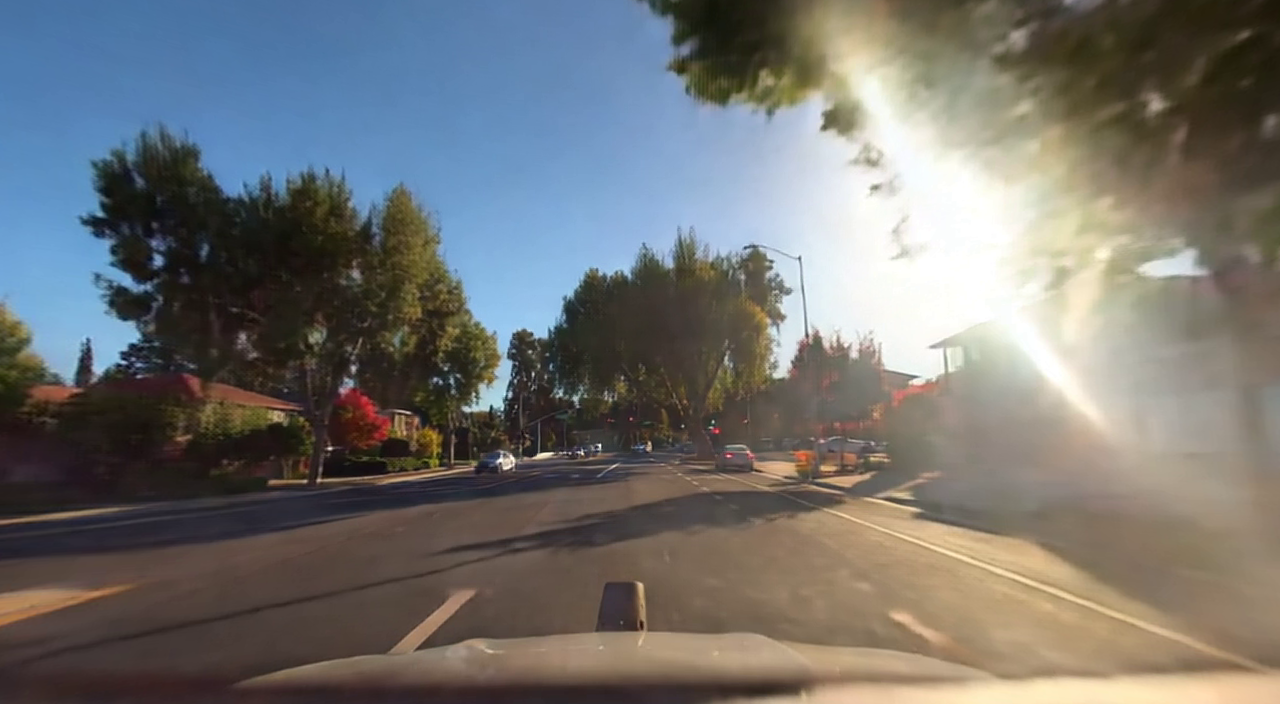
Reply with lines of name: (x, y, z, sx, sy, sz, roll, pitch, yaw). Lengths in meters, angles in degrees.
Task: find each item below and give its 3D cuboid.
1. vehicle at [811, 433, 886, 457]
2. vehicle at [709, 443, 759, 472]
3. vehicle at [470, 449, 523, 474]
vehicle: (13.233, 5.920, 40.260, 4.164, 1.470, 1.921, 0, -7, 2)
vehicle: (5.037, 5.721, 34.417, 1.917, 1.440, 4.335, 0, -9, -2)
vehicle: (-9.024, 6.924, 40.169, 2.067, 1.491, 4.807, -1, -9, 3)
